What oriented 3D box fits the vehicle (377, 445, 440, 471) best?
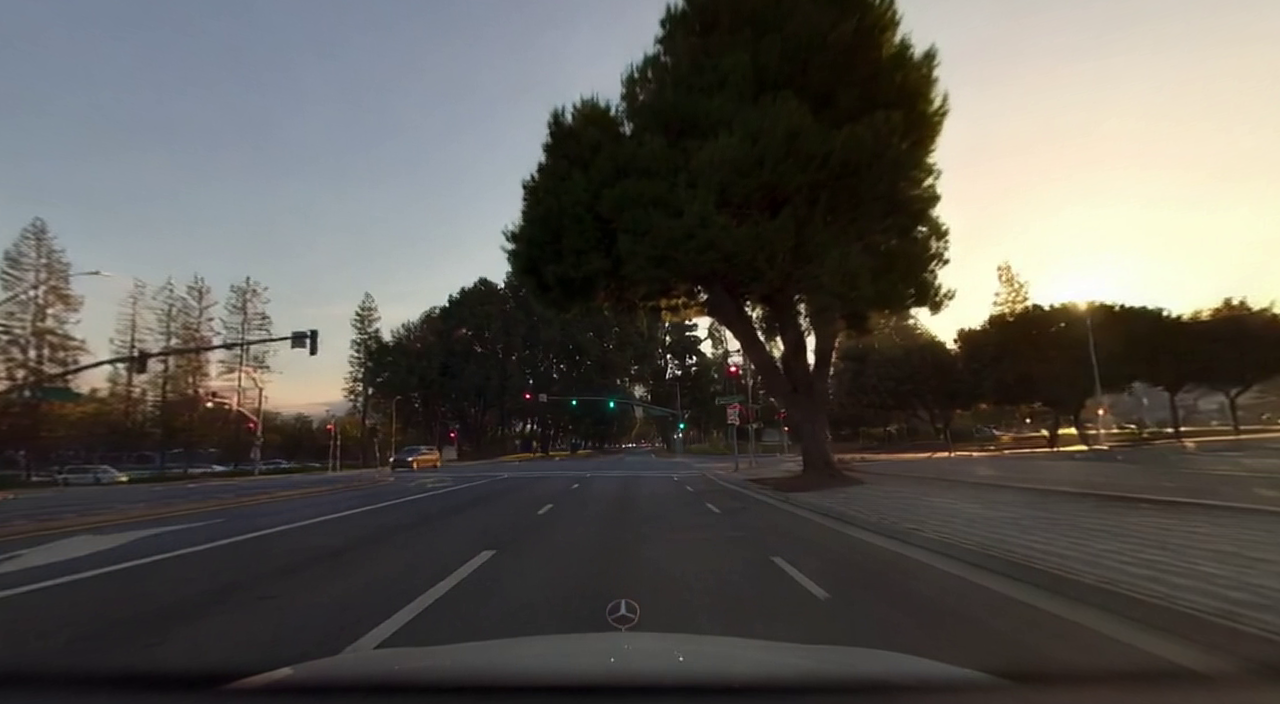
[{"bbox_3d":[-16.172,7.339,44.033,4.262,1.733,2.024,-7,-11,36],"label":"vehicle"}]
